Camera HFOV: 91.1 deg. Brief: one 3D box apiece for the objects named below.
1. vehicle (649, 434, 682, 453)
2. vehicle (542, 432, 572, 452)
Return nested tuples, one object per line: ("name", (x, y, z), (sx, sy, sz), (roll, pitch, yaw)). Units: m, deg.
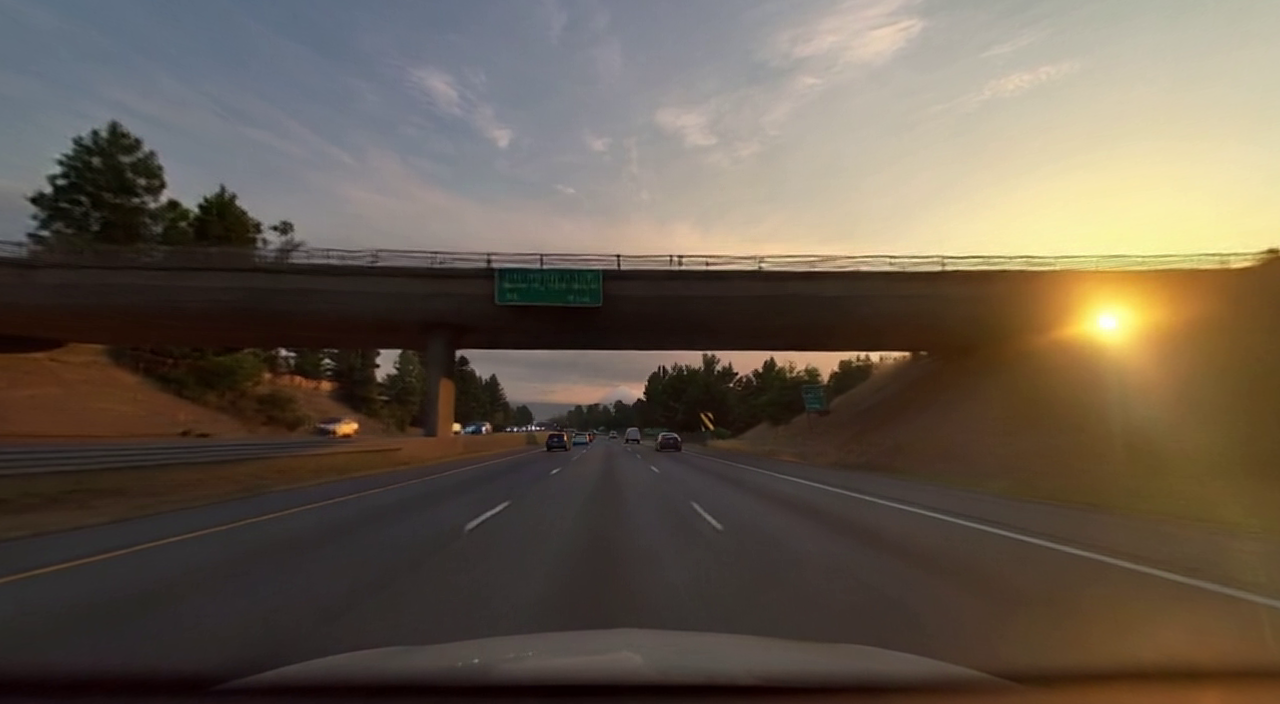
("vehicle", (1.774, 6.486, 44.722), (1.999, 1.329, 3.913), (1, -8, -3))
("vehicle", (-6.320, 6.877, 48.134), (1.966, 1.460, 3.519), (0, -8, -2))
